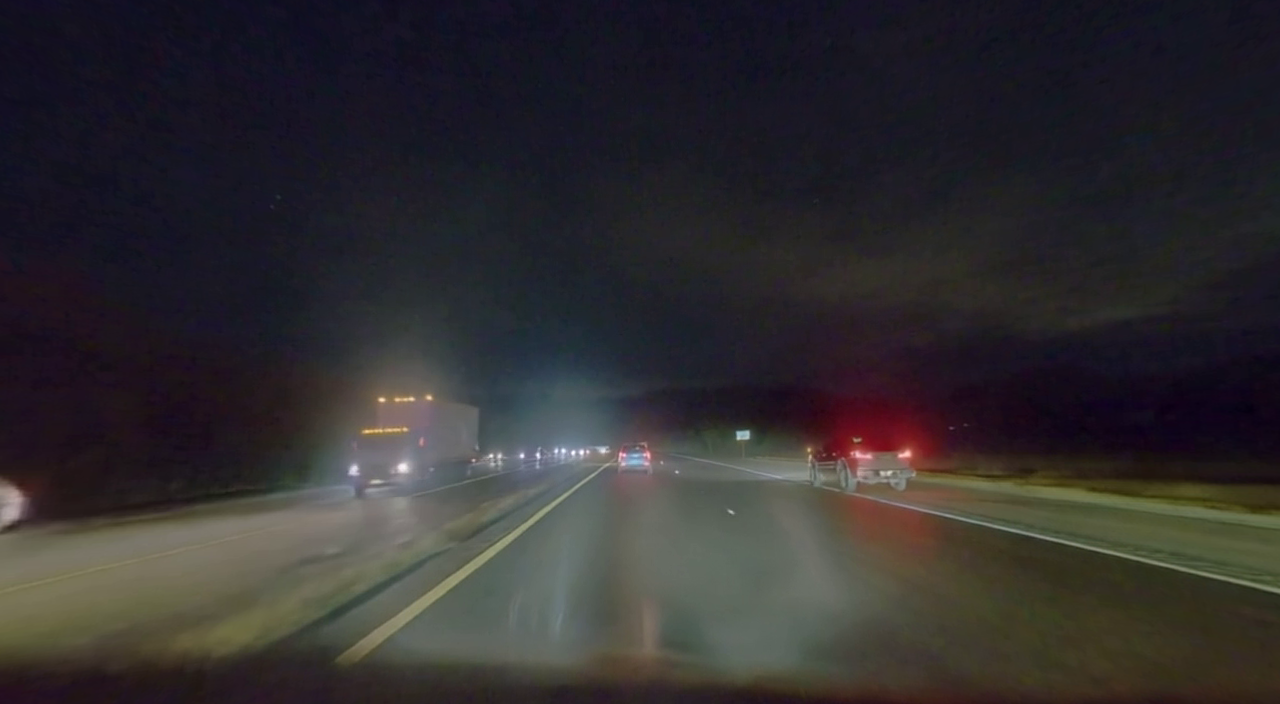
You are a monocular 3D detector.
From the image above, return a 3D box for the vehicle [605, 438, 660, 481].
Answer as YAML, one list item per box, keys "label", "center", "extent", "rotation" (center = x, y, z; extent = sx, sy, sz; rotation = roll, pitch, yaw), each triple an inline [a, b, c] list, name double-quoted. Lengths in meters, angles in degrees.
- label: "vehicle"
  center: [-0.313, 4.171, 24.607]
  extent: [1.971, 1.518, 4.108]
  rotation: [0, -8, -1]

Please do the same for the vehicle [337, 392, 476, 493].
- label: "vehicle"
  center: [-8.819, 3.563, 24.771]
  extent: [2.739, 3.387, 7.184]
  rotation: [0, -8, -1]

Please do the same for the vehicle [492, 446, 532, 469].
- label: "vehicle"
  center: [-9.126, 7.538, 44.977]
  extent: [1.923, 1.545, 4.492]
  rotation: [0, -8, 0]
